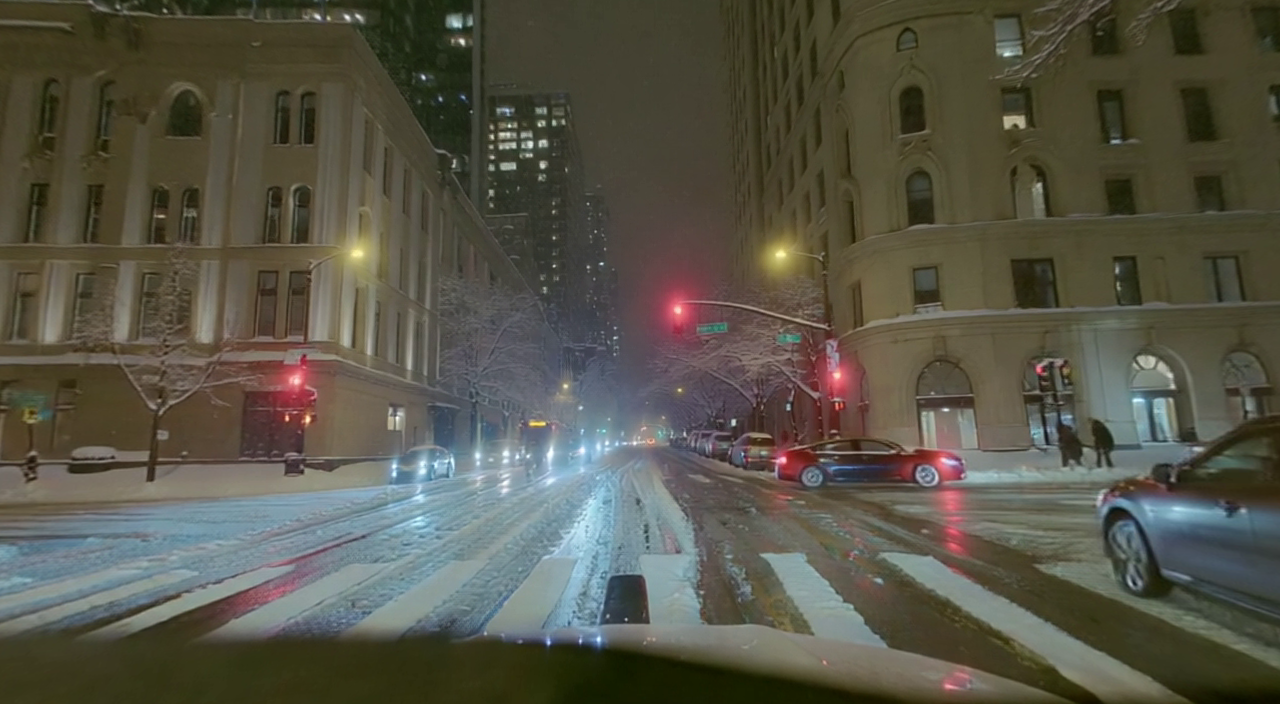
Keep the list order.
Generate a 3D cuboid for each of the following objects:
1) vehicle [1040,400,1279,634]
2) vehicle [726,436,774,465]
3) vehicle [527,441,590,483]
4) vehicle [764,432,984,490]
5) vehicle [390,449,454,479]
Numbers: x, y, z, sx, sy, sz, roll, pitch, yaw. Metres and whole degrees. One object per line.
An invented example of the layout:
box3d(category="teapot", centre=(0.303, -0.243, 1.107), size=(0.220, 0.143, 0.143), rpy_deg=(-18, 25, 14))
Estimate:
box3d(category="vehicle", centre=(5.140, 1.112, 4.352), size=(1.912, 1.505, 4.889), rpy_deg=(-1, -8, 5))
box3d(category="vehicle", centre=(6.252, 5.648, 36.308), size=(1.926, 1.574, 3.961), rpy_deg=(0, -8, -2))
box3d(category="vehicle", centre=(-2.957, 4.087, 23.728), size=(1.904, 1.402, 4.759), rpy_deg=(0, -8, -2))
box3d(category="vehicle", centre=(6.202, 2.977, 17.440), size=(5.388, 1.465, 2.050), rpy_deg=(-2, -9, 11))
box3d(category="vehicle", centre=(-11.924, 6.114, 34.799), size=(1.998, 1.505, 4.405), rpy_deg=(0, -8, 0))
